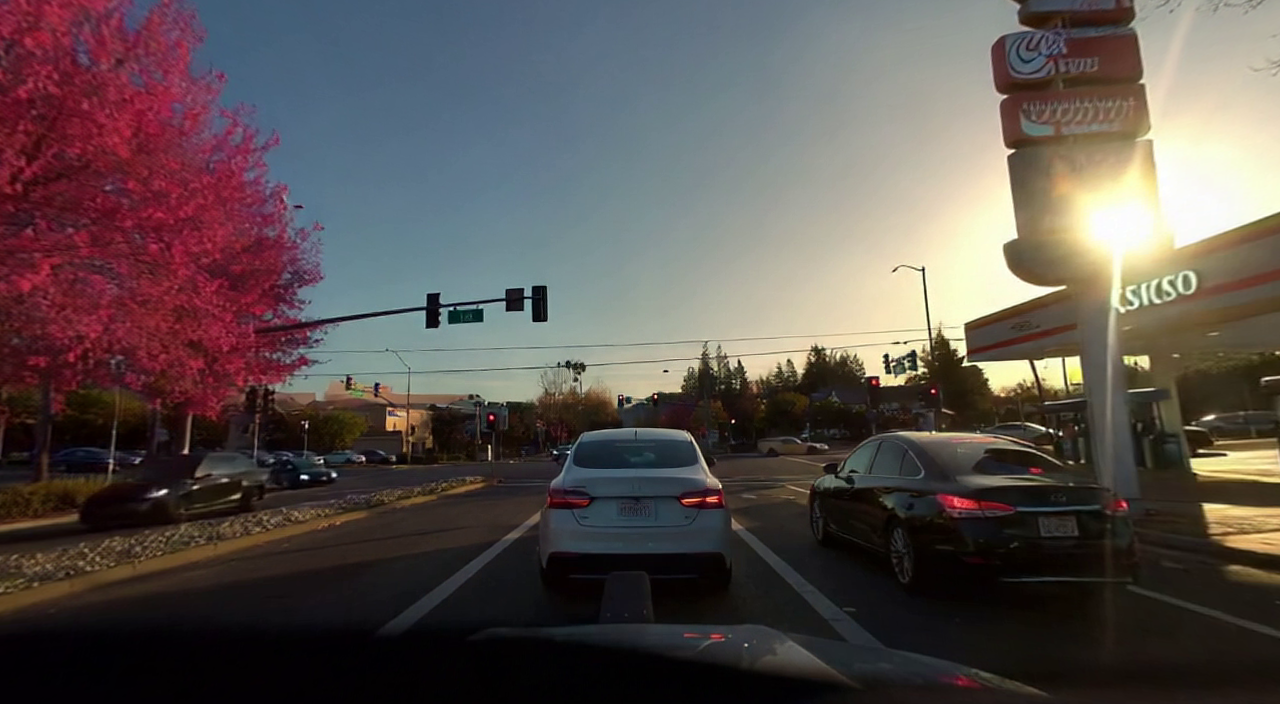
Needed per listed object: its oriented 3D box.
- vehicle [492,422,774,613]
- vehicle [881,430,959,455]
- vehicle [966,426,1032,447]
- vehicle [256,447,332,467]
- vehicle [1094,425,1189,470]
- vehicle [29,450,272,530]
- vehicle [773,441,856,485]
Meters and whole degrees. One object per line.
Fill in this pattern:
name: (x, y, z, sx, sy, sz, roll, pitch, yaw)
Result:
vehicle: (-0.065, 1.607, 7.074, 2.213, 1.482, 4.057, 0, -8, 0)
vehicle: (19.401, 6.320, 43.897, 4.622, 1.675, 2.022, -2, -9, 14)
vehicle: (27.398, 6.478, 48.176, 3.968, 1.572, 1.740, 0, -9, 4)
vehicle: (-26.747, 8.112, 48.793, 4.806, 1.472, 1.886, -1, -8, 5)
vehicle: (18.566, 3.509, 23.277, 4.300, 1.495, 2.053, 8, -12, -43)
vehicle: (-10.853, 3.042, 14.558, 1.944, 1.465, 4.609, 0, -8, -1)
vehicle: (6.543, 4.170, 24.118, 1.942, 1.511, 4.390, 0, -8, 0)
